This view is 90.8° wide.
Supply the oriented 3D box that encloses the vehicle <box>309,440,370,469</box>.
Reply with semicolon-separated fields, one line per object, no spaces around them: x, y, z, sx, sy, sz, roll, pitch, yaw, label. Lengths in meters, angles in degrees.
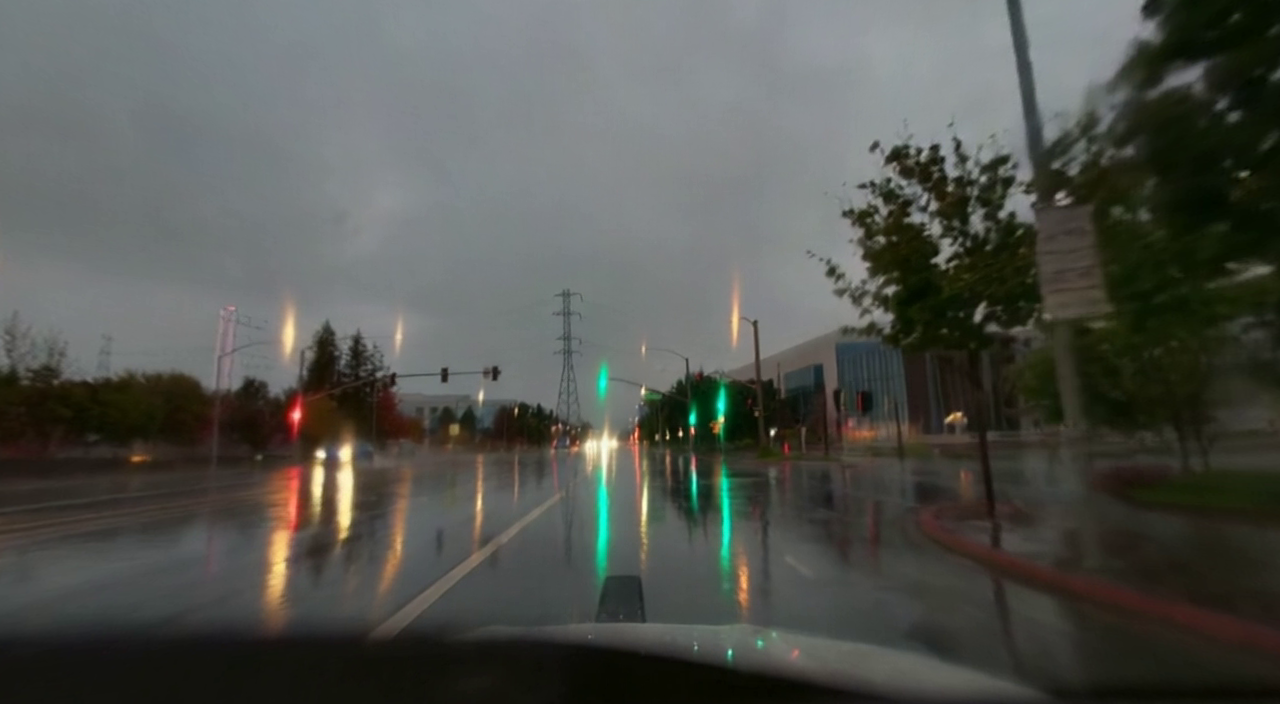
-20.960;7.160;44.307;2.097;1.858;4.601;0;-9;-2;vehicle
